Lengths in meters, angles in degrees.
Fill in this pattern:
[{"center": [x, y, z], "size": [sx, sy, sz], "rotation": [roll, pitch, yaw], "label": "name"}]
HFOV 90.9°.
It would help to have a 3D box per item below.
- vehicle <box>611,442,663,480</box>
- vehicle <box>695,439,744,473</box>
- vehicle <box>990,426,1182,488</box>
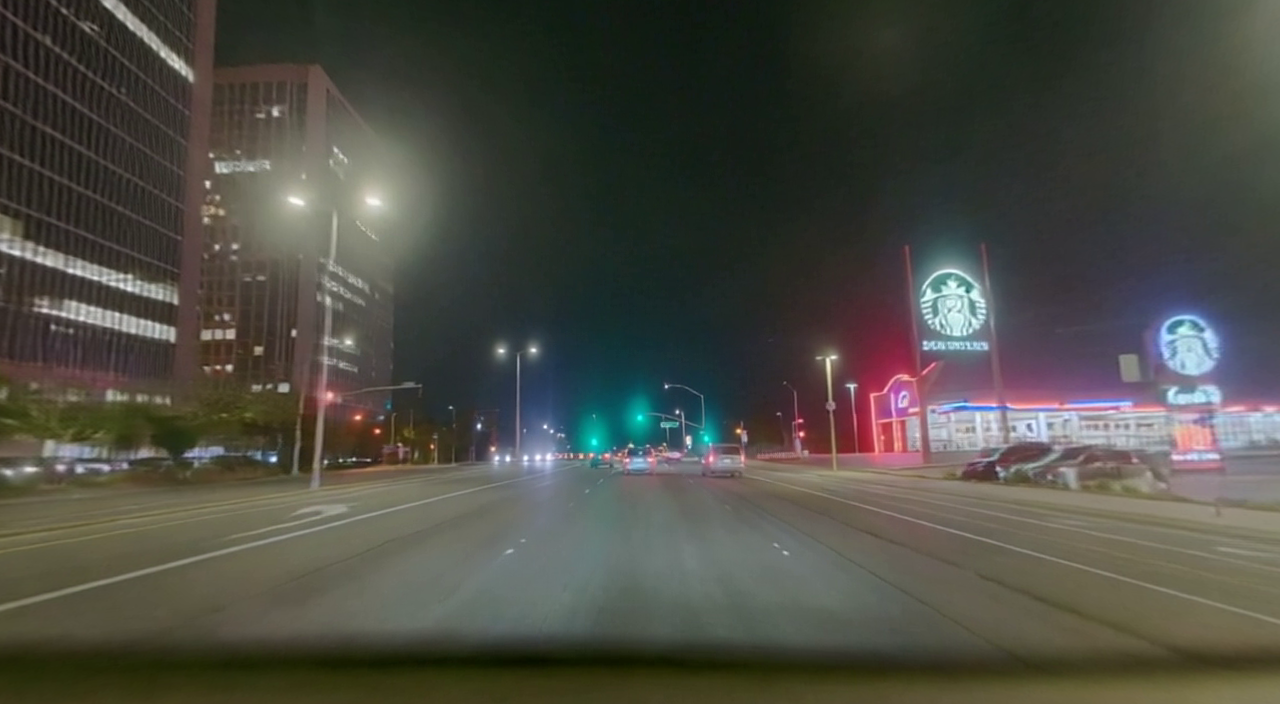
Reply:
[{"center": [-0.120, 4.687, 27.415], "size": [2.059, 1.477, 3.988], "rotation": [0, -9, 0], "label": "vehicle"}, {"center": [4.197, 5.559, 33.893], "size": [2.007, 1.683, 4.171], "rotation": [0, -9, -2], "label": "vehicle"}, {"center": [14.640, 3.454, 20.904], "size": [4.775, 1.728, 1.996], "rotation": [-2, -9, -1], "label": "vehicle"}]
